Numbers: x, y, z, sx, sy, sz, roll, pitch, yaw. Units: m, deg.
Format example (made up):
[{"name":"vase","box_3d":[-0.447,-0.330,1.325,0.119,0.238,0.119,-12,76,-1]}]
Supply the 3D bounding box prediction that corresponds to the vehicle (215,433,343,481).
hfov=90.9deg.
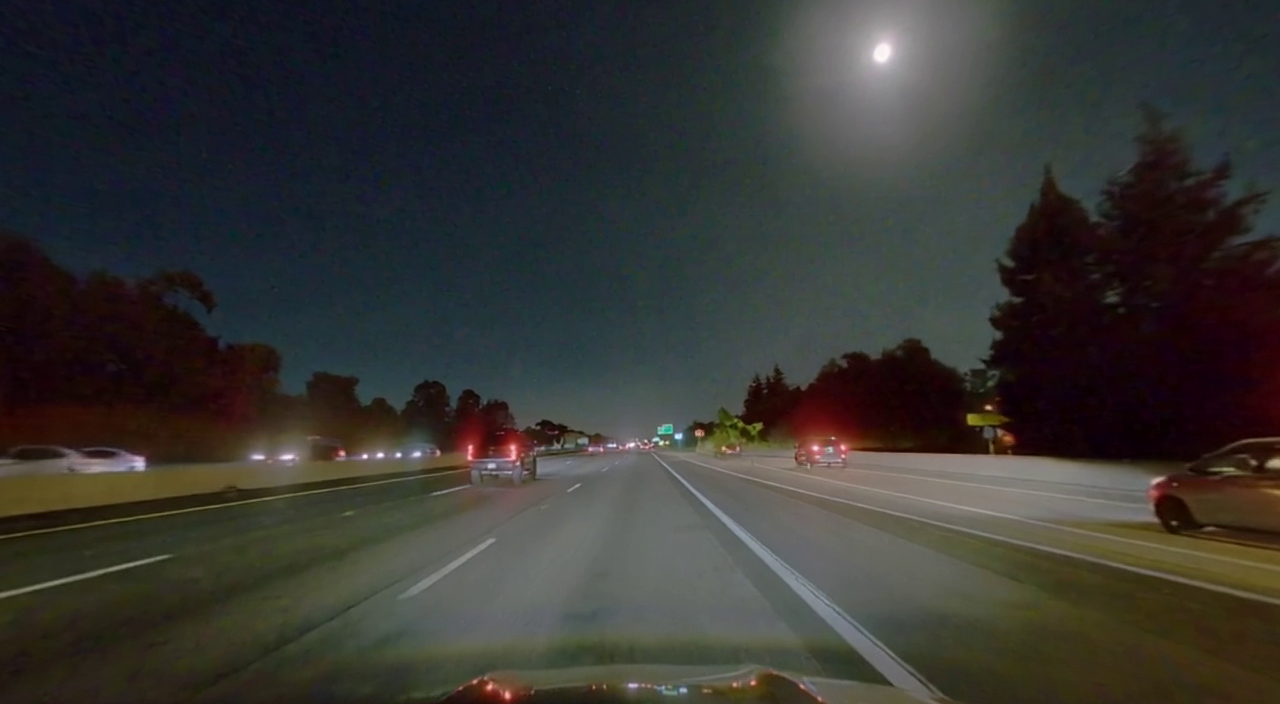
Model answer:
[{"name":"vehicle","box_3d":[-17.237,5.046,30.637,2.477,2.066,5.967,0,-8,2]}]

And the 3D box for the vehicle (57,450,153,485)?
[{"name":"vehicle","box_3d":[-36.291,7.805,43.003,2.116,2.227,5.081,0,-8,-1]}]

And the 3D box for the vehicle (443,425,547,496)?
[{"name":"vehicle","box_3d":[-4.282,3.293,19.558,1.994,1.911,4.819,0,-8,1]}]

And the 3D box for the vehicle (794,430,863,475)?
[{"name":"vehicle","box_3d":[9.534,5.114,32.325,2.061,2.115,4.635,0,-8,0]}]

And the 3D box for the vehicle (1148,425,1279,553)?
[{"name":"vehicle","box_3d":[9.235,1.749,8.012,1.971,1.638,4.295,0,-8,1]}]
